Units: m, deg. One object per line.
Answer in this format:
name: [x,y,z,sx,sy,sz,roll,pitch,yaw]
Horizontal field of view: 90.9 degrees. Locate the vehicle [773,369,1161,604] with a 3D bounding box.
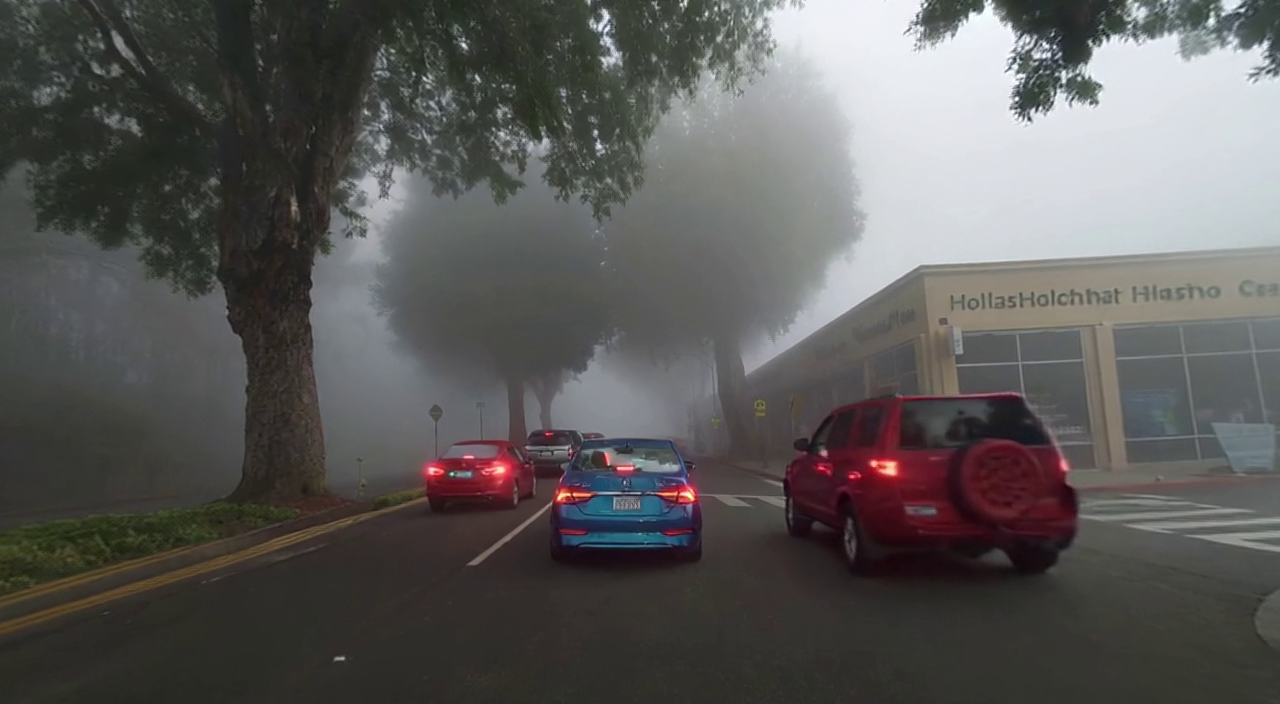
vehicle: [3.272,1.472,7.696,2.152,1.987,4.527,0,-9,-2]

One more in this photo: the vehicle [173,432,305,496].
vehicle: [-19.169,5.357,30.618,2.286,2.777,5.926,0,-9,2]

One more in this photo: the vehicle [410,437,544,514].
vehicle: [-3.463,2.696,14.226,1.905,1.473,4.016,0,-9,0]

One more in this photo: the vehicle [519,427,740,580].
vehicle: [-0.114,1.795,8.268,2.160,1.482,4.037,0,-9,0]
